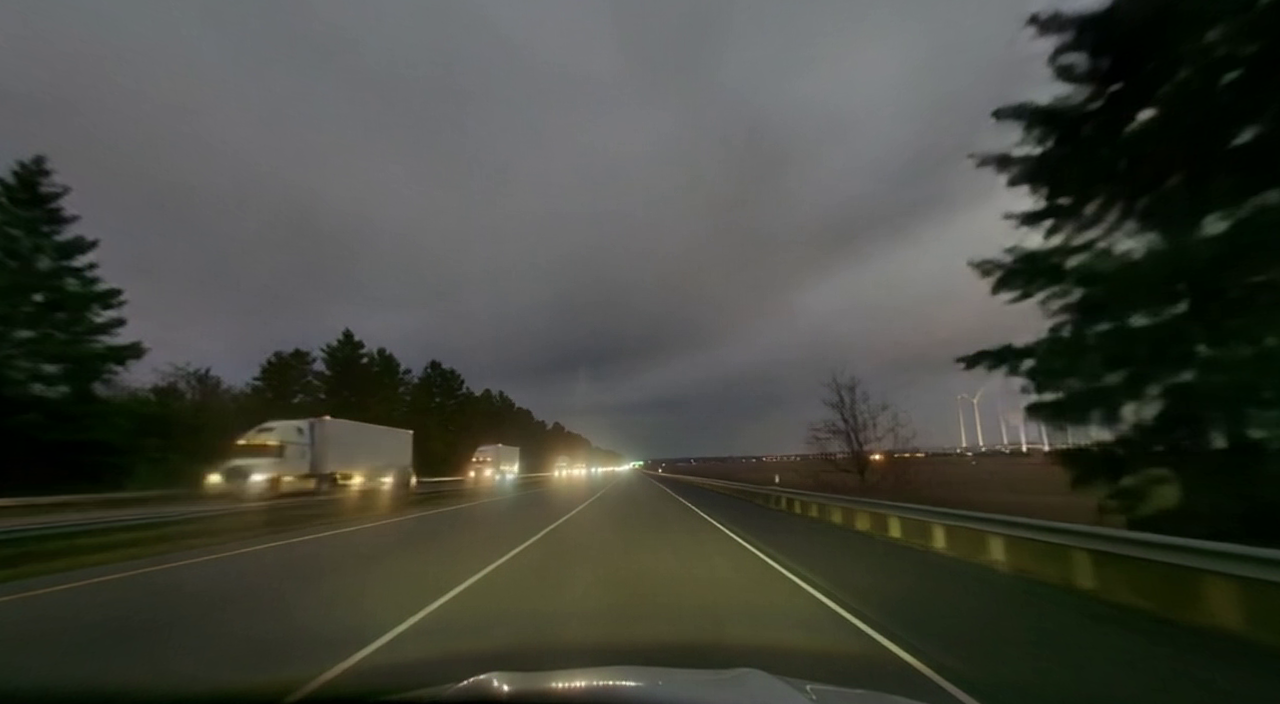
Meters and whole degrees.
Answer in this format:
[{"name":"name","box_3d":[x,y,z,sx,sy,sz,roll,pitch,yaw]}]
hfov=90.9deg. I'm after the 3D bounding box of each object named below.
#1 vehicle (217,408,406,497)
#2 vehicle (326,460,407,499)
[{"name":"vehicle","box_3d":[-16.887,5.672,34.476,2.814,3.790,14.222,1,-11,-1]},{"name":"vehicle","box_3d":[-12.628,5.911,29.378,1.954,1.664,3.938,1,-11,-1]}]
